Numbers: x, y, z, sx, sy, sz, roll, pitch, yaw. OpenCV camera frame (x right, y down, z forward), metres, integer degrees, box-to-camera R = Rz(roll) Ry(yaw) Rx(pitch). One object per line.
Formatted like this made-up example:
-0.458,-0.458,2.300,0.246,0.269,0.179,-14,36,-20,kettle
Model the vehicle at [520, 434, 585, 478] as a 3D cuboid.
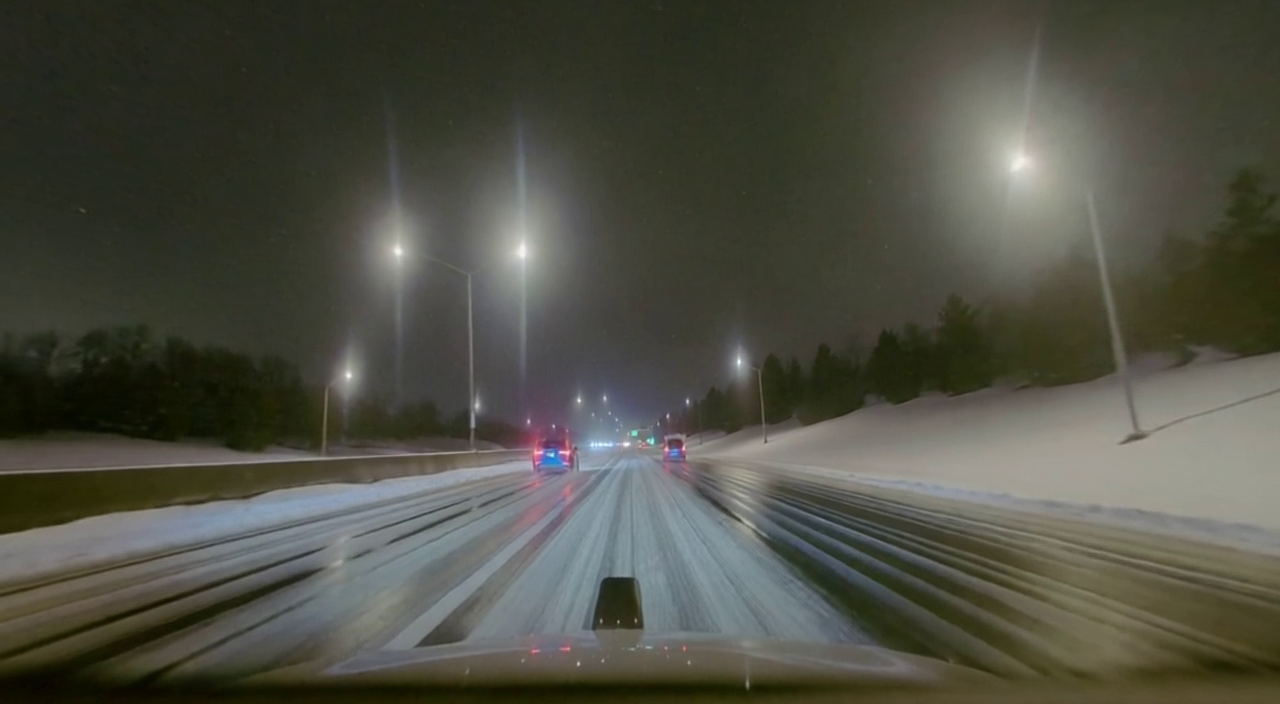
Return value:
-3.799,4.661,28.447,2.205,1.773,5.124,0,-9,0,vehicle
